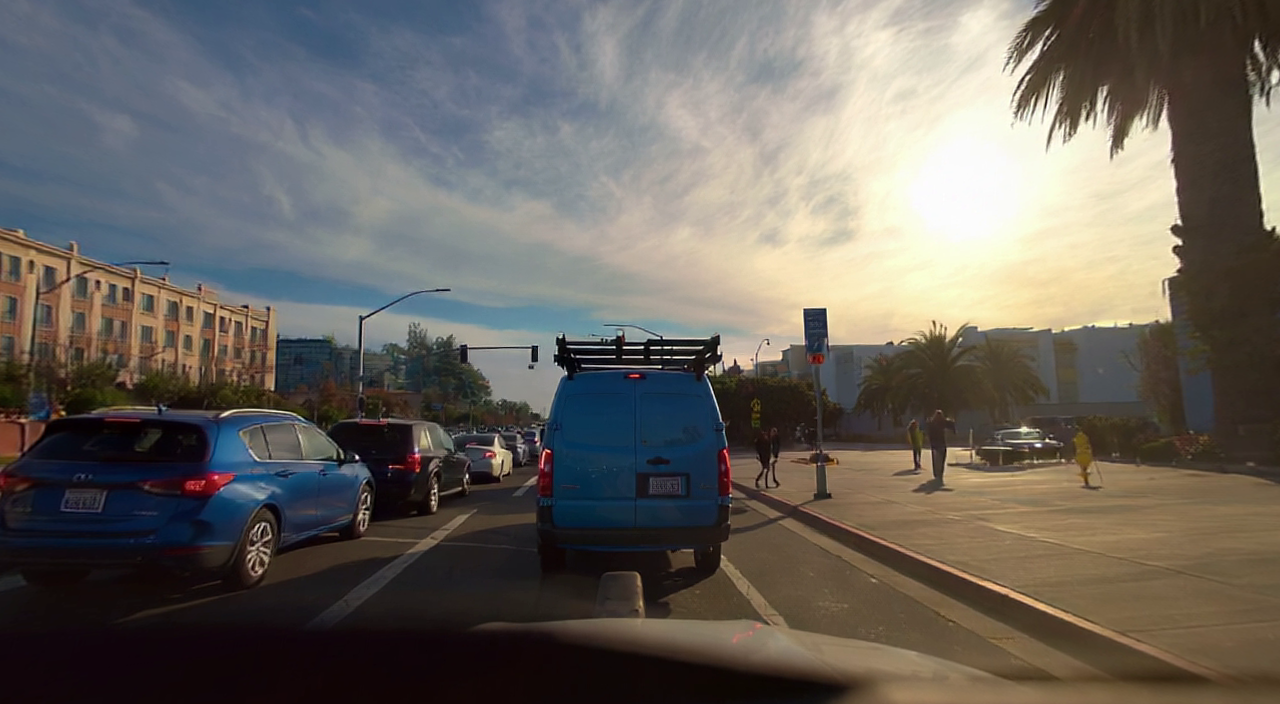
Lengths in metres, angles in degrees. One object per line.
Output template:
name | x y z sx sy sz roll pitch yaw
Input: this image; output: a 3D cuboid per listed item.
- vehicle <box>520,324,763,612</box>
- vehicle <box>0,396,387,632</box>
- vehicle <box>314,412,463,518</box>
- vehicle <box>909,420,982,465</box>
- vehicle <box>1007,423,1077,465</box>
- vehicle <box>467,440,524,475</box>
vehicle | -0.199 1.213 7.185 1.902 2.238 4.263 1 -9 -6
vehicle | -4.378 1.469 6.678 1.986 1.643 4.315 1 -9 -6
vehicle | -5.208 2.403 13.898 2.089 1.854 5.022 2 -9 -11
vehicle | 12.660 3.758 26.050 2.046 1.675 3.924 -6 -10 33
vehicle | 15.802 3.616 24.728 2.048 1.475 3.972 -6 -10 34
vehicle | -6.824 4.894 29.590 1.818 1.479 4.428 4 -9 -22
